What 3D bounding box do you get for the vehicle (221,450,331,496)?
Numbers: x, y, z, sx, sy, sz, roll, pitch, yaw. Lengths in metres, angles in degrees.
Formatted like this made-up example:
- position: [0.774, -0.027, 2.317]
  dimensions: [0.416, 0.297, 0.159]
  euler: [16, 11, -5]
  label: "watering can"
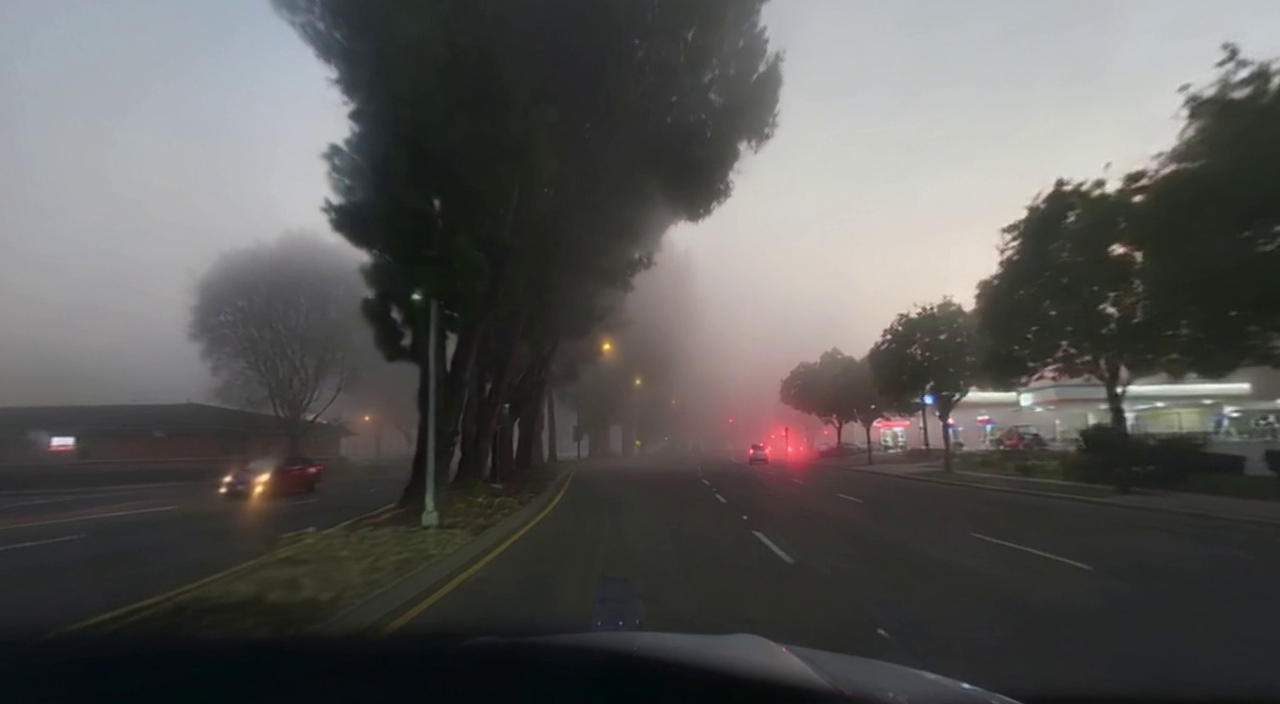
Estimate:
- position: [-16.580, 5.493, 29.130]
  dimensions: [2.191, 1.879, 4.675]
  euler: [0, -9, 2]
  label: "vehicle"
